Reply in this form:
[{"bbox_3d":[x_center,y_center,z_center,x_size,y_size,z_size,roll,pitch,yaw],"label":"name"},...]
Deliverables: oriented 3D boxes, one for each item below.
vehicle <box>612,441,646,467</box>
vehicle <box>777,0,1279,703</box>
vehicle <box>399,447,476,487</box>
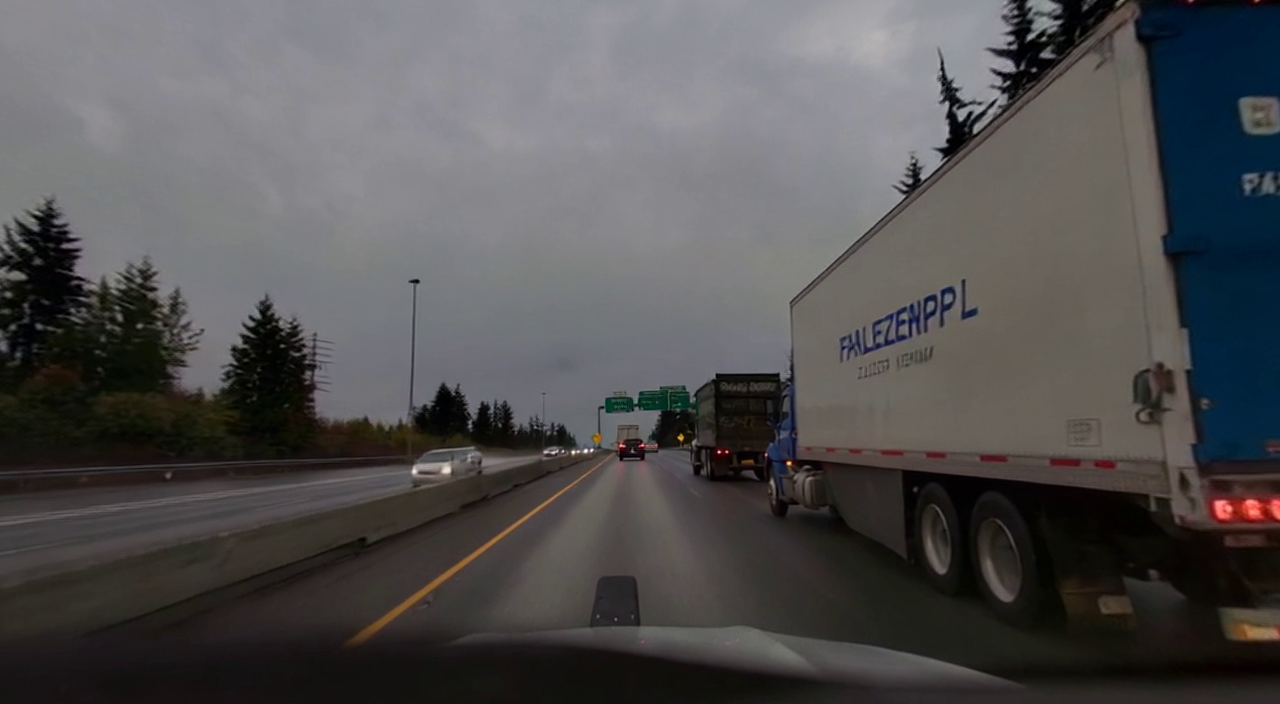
[{"bbox_3d":[-0.680,6.069,37.639,1.943,1.491,3.459,0,-8,-1],"label":"vehicle"},{"bbox_3d":[4.234,0.345,7.708,2.853,4.086,9.078,0,-8,-1],"label":"vehicle"},{"bbox_3d":[-8.628,4.897,27.212,1.986,1.522,4.181,-1,-8,0],"label":"vehicle"}]
